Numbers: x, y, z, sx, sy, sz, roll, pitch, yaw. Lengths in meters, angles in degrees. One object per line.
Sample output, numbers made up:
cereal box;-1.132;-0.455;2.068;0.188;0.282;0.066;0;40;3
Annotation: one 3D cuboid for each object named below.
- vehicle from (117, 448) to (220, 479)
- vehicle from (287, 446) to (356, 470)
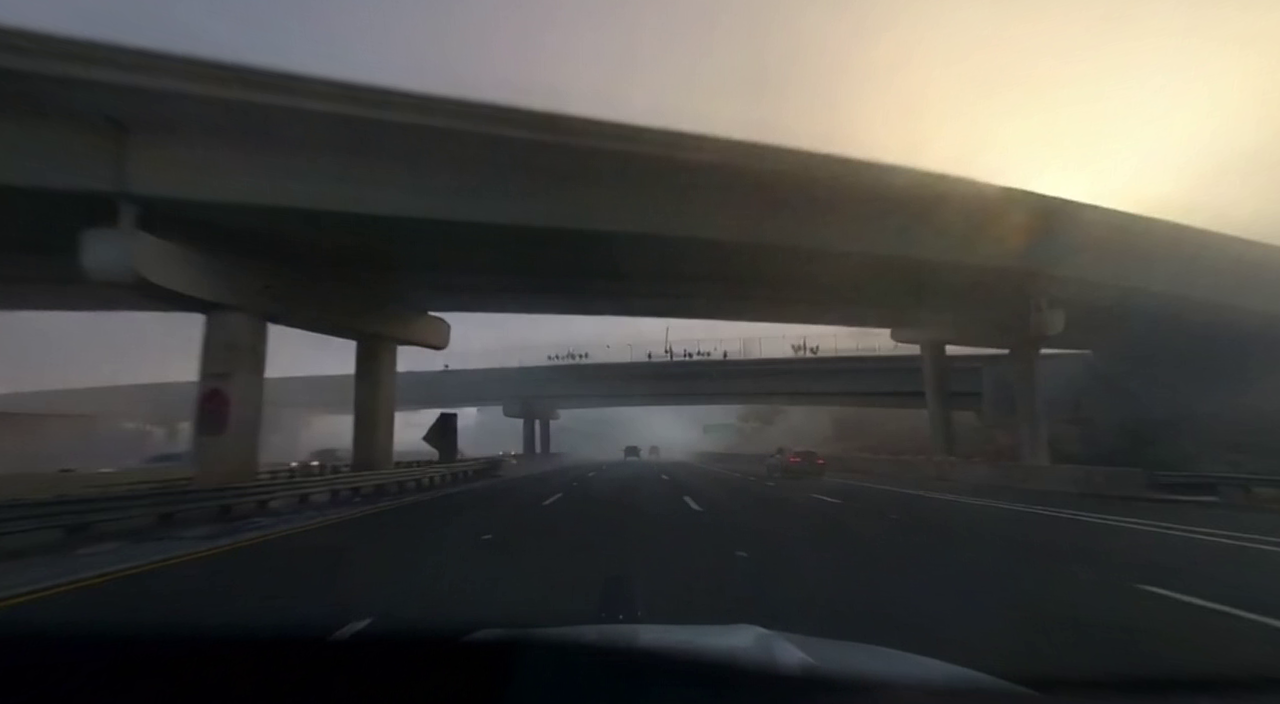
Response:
vehicle;-24.159;5.705;32.631;1.825;1.435;4.568;0;-9;0
vehicle;-20.814;6.919;41.540;1.980;1.493;4.801;0;-9;0
